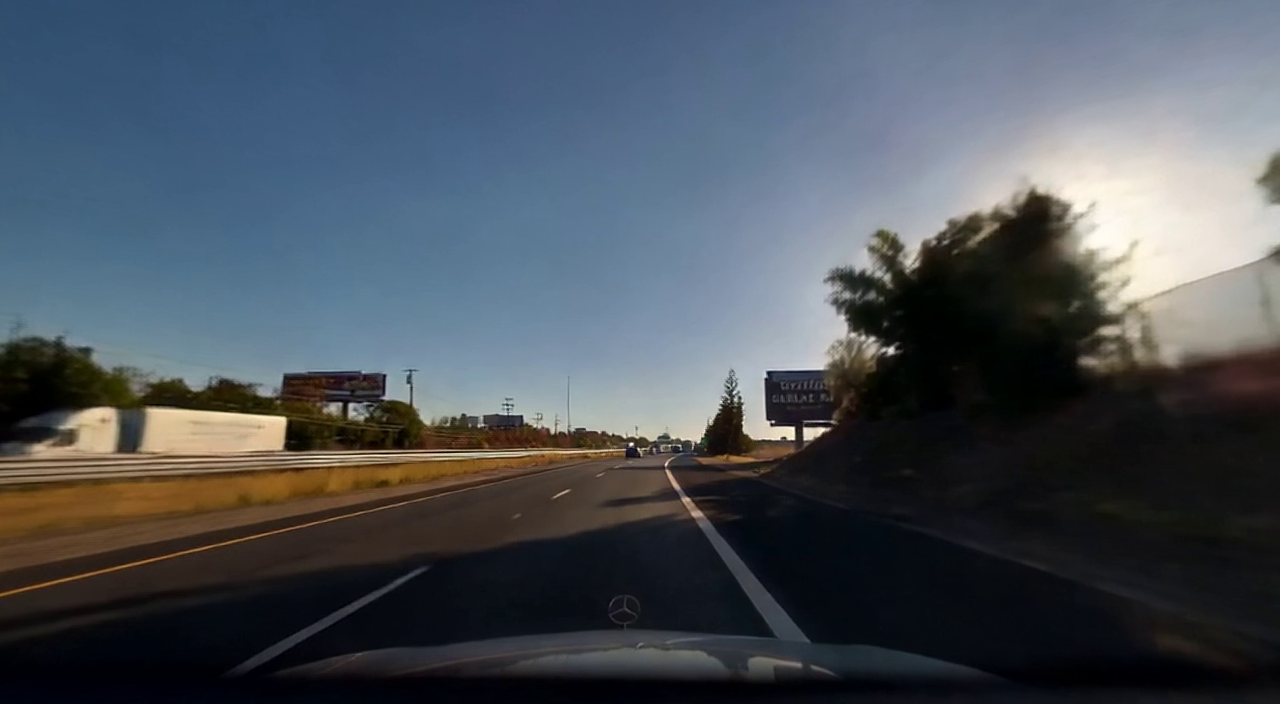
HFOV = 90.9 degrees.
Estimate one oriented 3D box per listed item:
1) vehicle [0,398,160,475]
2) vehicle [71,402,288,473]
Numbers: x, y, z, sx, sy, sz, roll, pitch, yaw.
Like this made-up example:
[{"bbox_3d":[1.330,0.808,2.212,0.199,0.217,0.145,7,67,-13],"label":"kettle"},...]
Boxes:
[{"bbox_3d":[-32.388,4.943,36.635,3.016,4.003,7.217,-1,-8,2],"label":"vehicle"},{"bbox_3d":[-32.176,6.334,46.040,2.927,4.224,16.633,-1,-8,2],"label":"vehicle"}]
